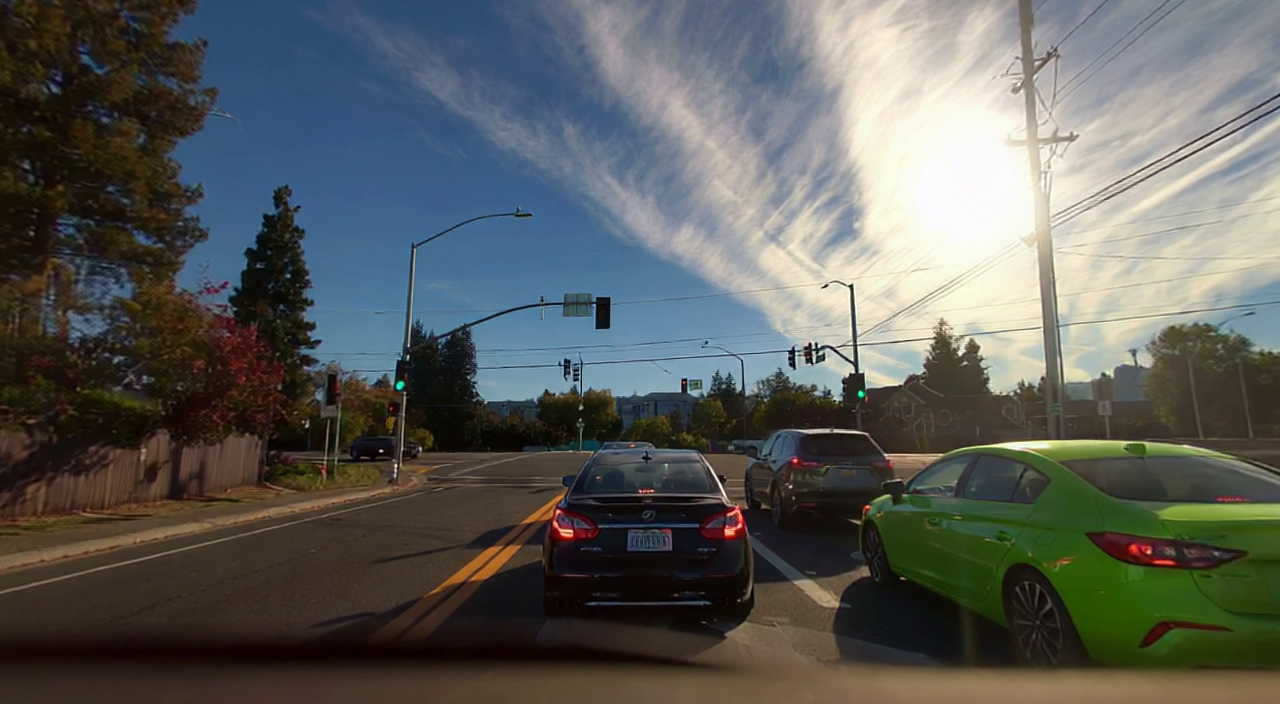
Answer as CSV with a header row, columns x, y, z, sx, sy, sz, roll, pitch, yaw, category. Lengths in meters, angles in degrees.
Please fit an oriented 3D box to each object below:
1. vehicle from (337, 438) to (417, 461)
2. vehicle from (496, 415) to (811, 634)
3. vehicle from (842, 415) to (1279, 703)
x,y,z,sx,sy,sz,roll,pitch,yaw,category
-17.241,6.421,41.463,4.406,1.458,1.892,-1,-8,7,vehicle
0.072,1.519,6.614,2.170,1.497,4.369,0,-8,-1,vehicle
3.094,1.238,4.161,2.027,1.432,4.431,0,-8,0,vehicle
